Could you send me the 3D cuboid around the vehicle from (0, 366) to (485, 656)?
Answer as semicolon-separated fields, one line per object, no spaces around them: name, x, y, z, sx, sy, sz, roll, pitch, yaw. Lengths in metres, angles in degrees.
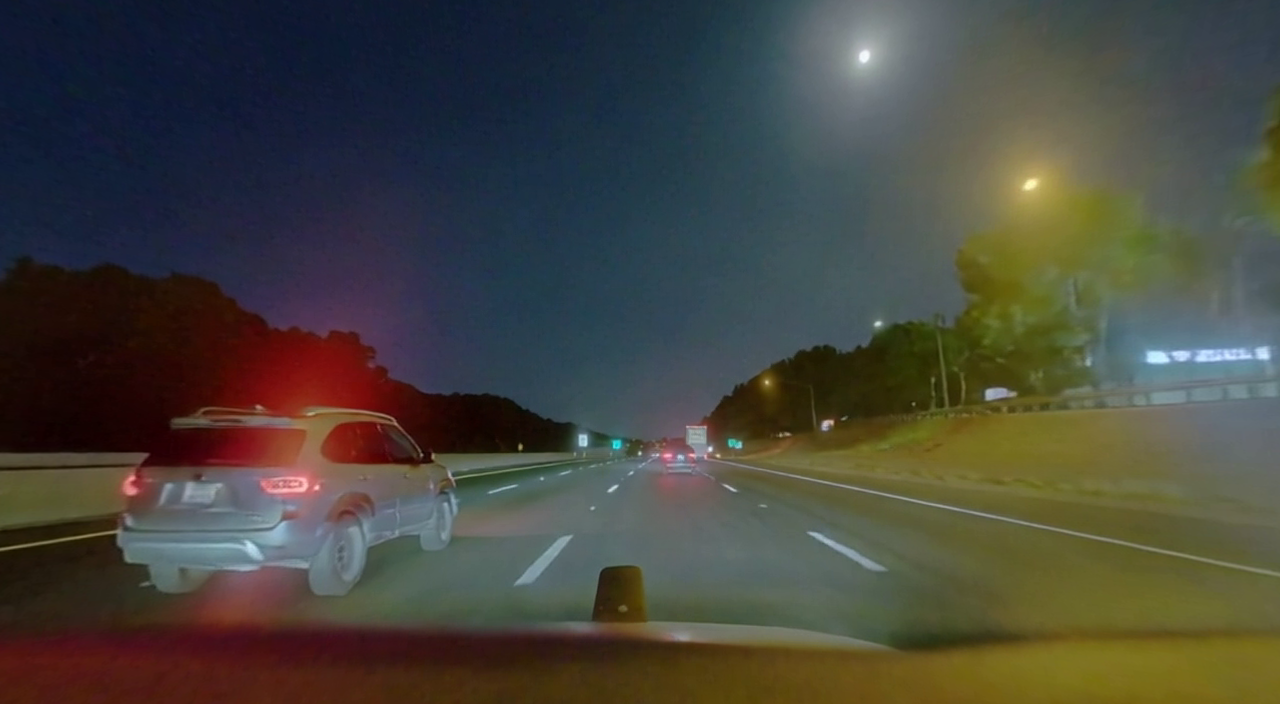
vehicle;-3.258;1.343;6.314;2.139;1.804;4.611;0;-9;1

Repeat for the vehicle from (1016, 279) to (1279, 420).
vehicle;24.946;0.742;31.006;3.528;4.387;16.822;-1;-9;4

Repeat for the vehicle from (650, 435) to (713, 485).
vehicle;1.461;4.052;23.903;2.087;1.682;4.388;0;-9;0
